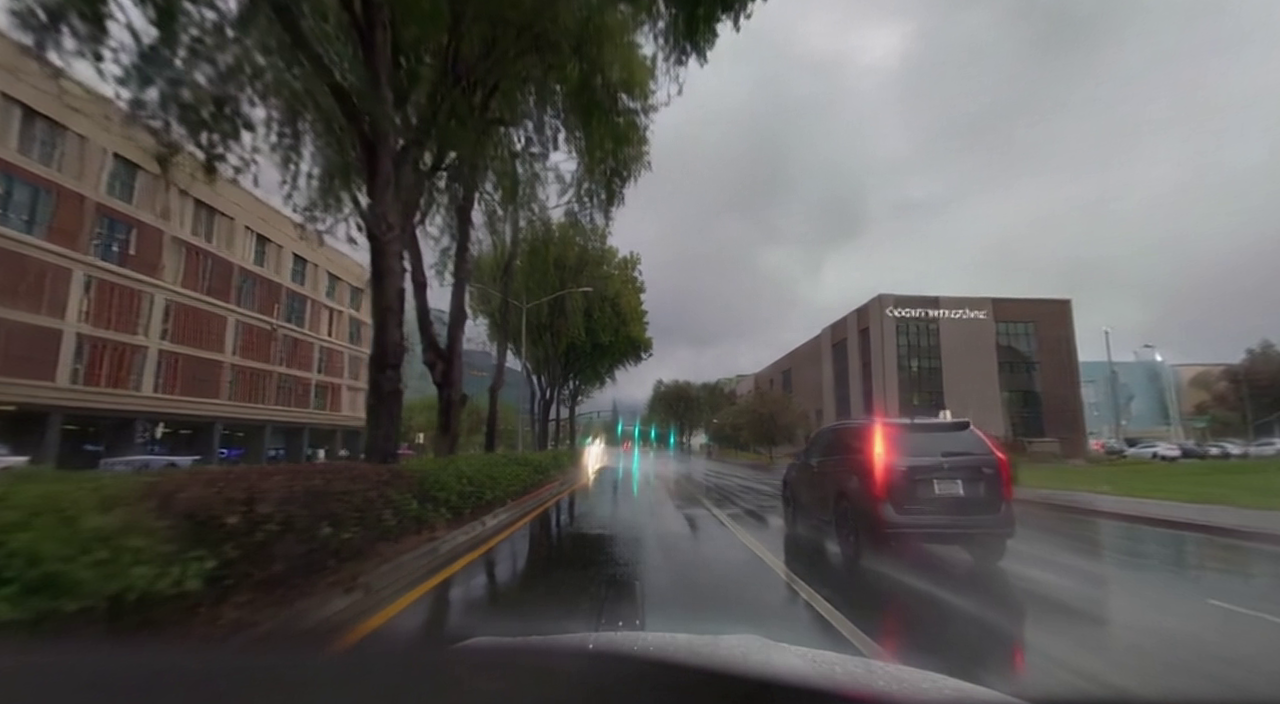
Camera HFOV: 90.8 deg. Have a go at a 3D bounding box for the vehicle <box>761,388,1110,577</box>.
[{"bbox_3d":[3.622,1.751,9.305,2.505,1.971,5.162,0,-9,-1],"label":"vehicle"}]
